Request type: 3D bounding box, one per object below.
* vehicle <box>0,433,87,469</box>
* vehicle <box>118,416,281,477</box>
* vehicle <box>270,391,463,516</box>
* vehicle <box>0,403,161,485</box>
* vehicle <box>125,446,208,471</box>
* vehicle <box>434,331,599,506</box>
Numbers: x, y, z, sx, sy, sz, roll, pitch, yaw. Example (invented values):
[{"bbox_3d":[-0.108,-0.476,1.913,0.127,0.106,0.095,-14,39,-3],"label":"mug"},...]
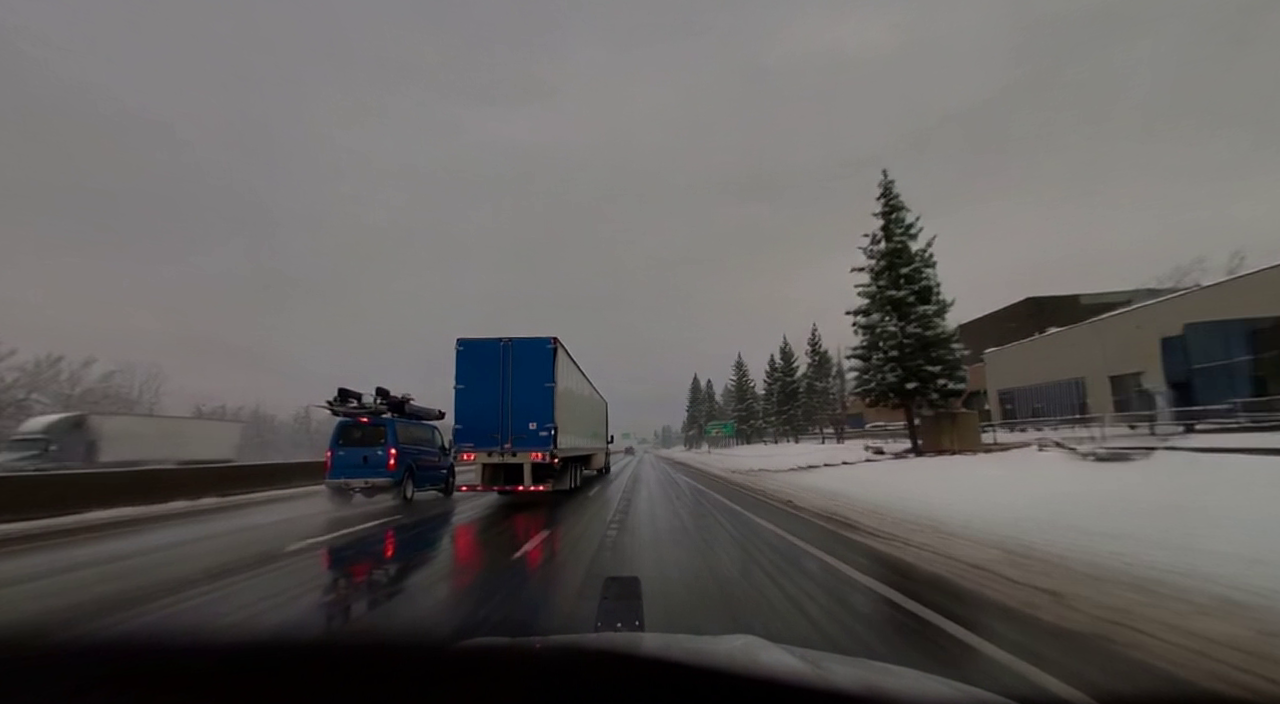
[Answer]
[{"bbox_3d":[-31.243,5.013,31.946,2.079,1.690,4.869,-3,-7,1],"label":"vehicle"},{"bbox_3d":[-31.167,6.845,45.911,2.852,3.749,12.932,0,-8,-2],"label":"vehicle"},{"bbox_3d":[-6.714,2.614,16.623,2.385,2.672,6.049,0,-8,-1],"label":"vehicle"},{"bbox_3d":[-31.261,4.968,34.095,3.006,3.764,9.846,0,-8,0],"label":"vehicle"},{"bbox_3d":[-31.081,6.974,41.635,1.952,1.566,4.548,0,-8,0],"label":"vehicle"},{"bbox_3d":[-3.449,2.794,23.199,2.939,4.132,16.303,1,-9,-1],"label":"vehicle"}]
